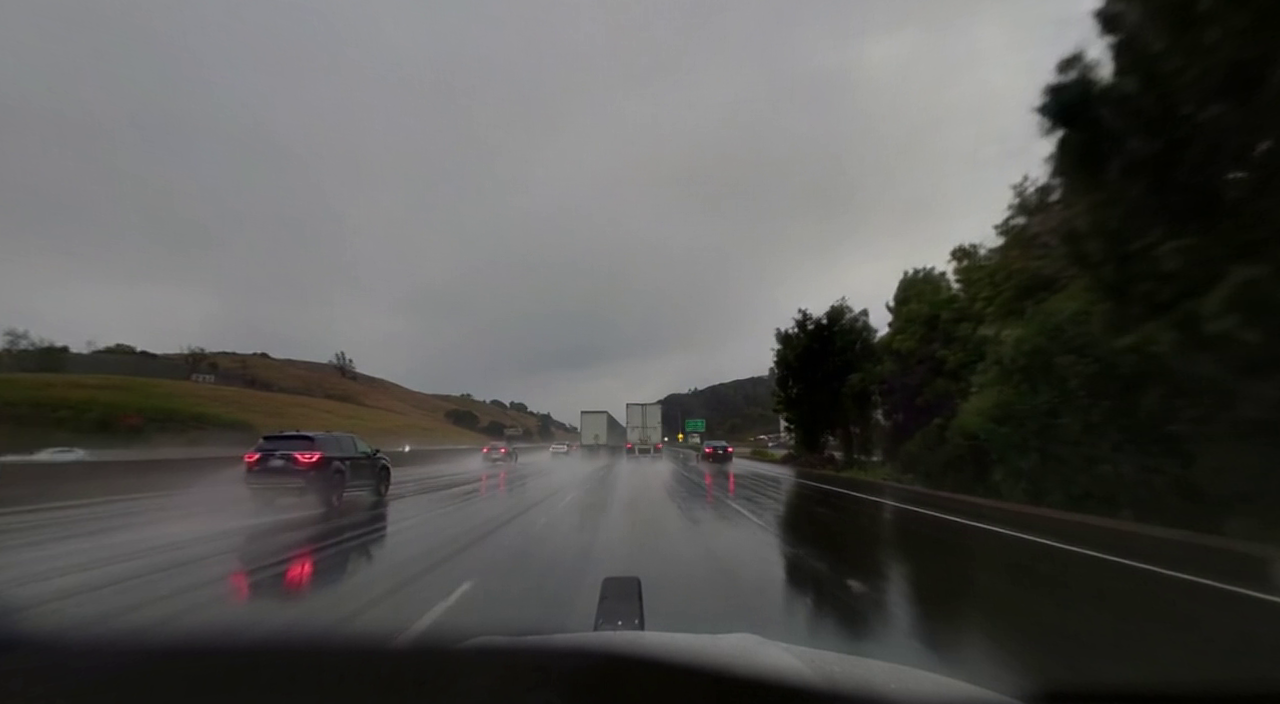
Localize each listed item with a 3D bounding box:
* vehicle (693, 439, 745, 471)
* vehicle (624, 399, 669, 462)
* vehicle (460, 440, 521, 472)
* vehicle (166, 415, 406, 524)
[{"bbox_3d":[3.904,5.152,31.788,2.006,1.452,4.246,0,-8,-1],"label":"vehicle"},{"bbox_3d":[0.368,5.986,47.316,2.969,4.104,10.906,0,-8,0],"label":"vehicle"},{"bbox_3d":[-7.428,5.215,31.845,1.891,1.460,4.506,0,-8,1],"label":"vehicle"},{"bbox_3d":[-6.616,2.244,12.563,2.122,1.754,4.379,0,-8,1],"label":"vehicle"}]
